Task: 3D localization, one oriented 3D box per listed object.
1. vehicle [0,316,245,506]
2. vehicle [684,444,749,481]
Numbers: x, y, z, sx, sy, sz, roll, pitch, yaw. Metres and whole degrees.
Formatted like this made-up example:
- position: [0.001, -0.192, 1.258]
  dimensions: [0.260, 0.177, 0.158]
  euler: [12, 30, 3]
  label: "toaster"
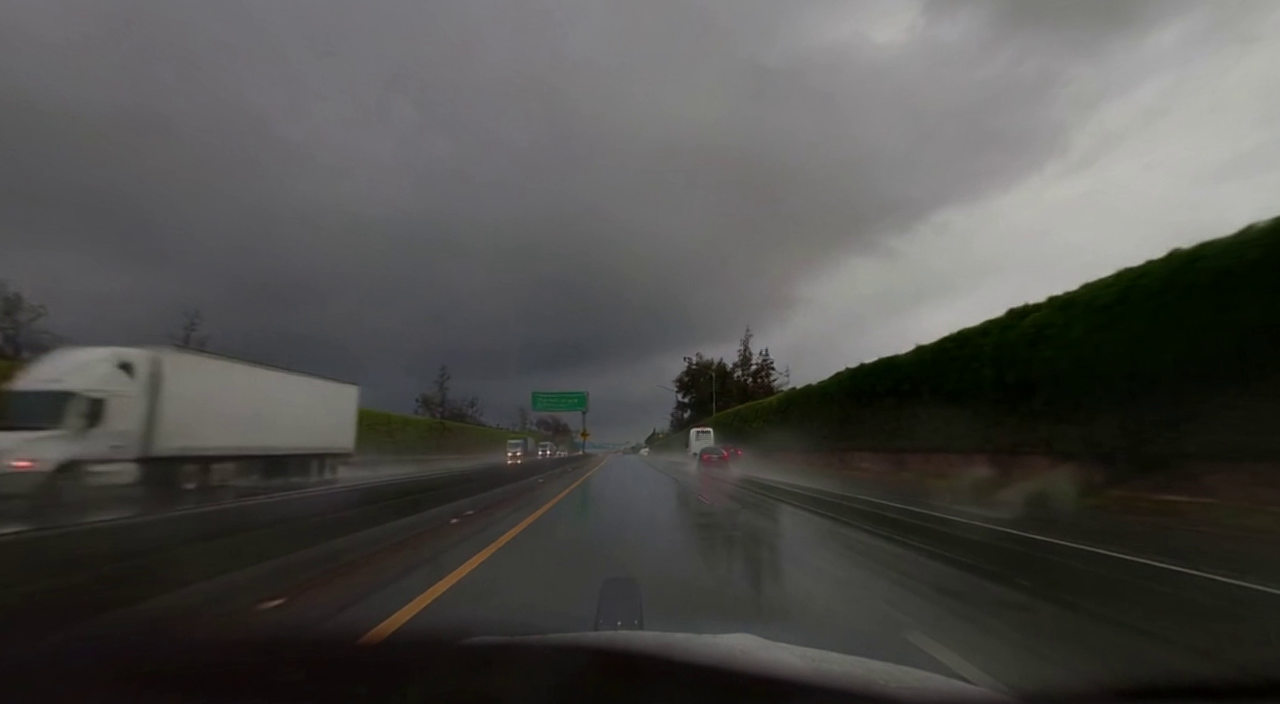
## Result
- position: [-13.635, 1.661, 16.107]
  dimensions: [2.974, 3.986, 5.874]
  euler: [0, -9, -1]
  label: "vehicle"
- position: [3.375, 5.008, 28.626]
  dimensions: [2.244, 1.498, 4.338]
  euler: [0, -9, -3]
  label: "vehicle"
